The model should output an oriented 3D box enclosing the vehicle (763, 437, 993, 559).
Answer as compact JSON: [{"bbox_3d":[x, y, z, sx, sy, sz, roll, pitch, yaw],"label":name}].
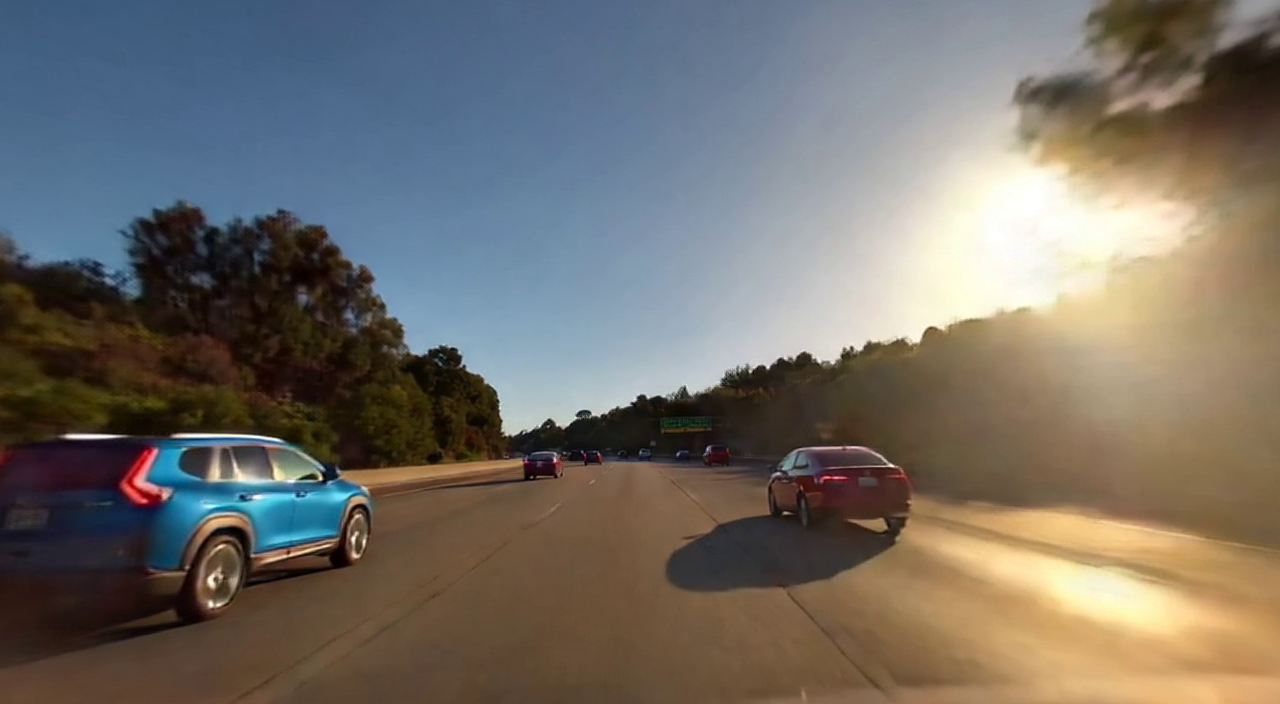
[{"bbox_3d":[3.550,2.258,10.481,2.120,1.572,4.344,0,-9,0],"label":"vehicle"}]

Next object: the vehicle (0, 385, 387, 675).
[{"bbox_3d":[-4.365,1.410,6.026,2.079,1.745,4.281,0,-9,0],"label":"vehicle"}]

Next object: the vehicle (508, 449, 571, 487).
[{"bbox_3d":[-4.248,4.945,27.244,2.009,1.488,4.289,0,-9,0],"label":"vehicle"}]
